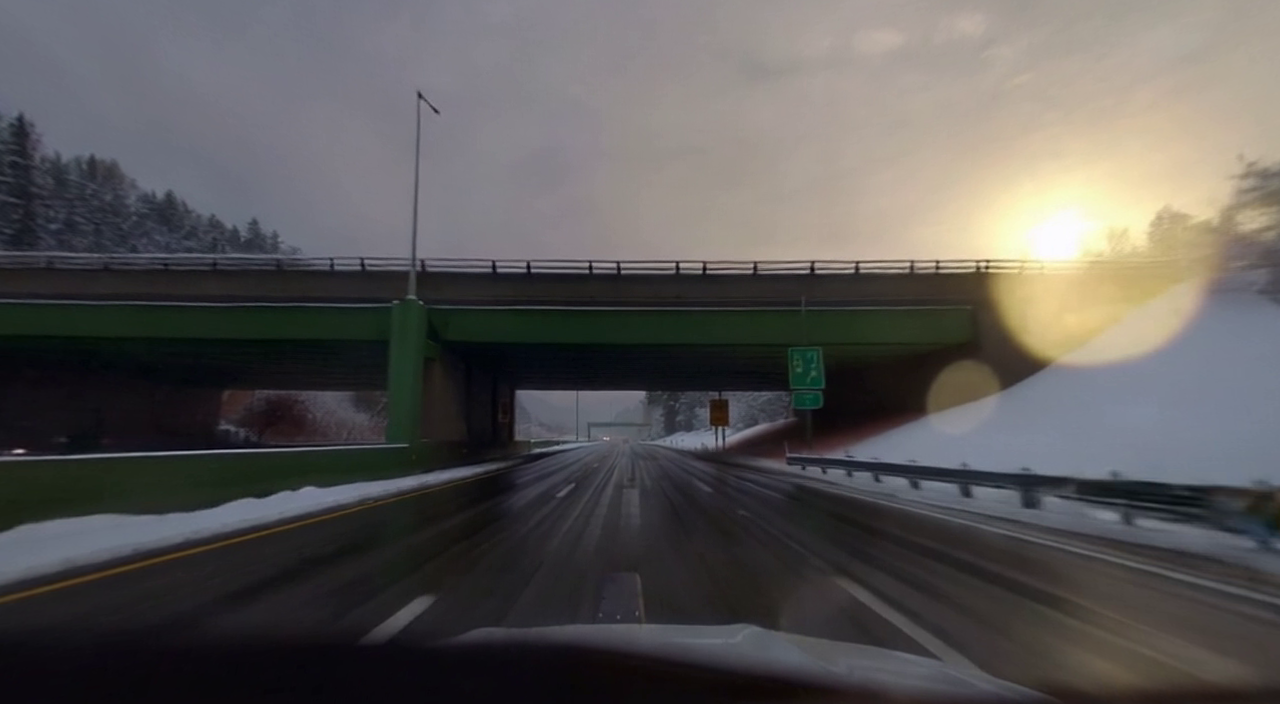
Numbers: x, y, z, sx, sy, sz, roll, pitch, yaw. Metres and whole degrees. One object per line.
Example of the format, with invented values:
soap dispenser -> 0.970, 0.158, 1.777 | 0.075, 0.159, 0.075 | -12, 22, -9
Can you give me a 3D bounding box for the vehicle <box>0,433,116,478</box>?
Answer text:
vehicle -> -21.787, 3.739, 23.100 | 1.863, 1.490, 3.869 | 0, -8, -3
